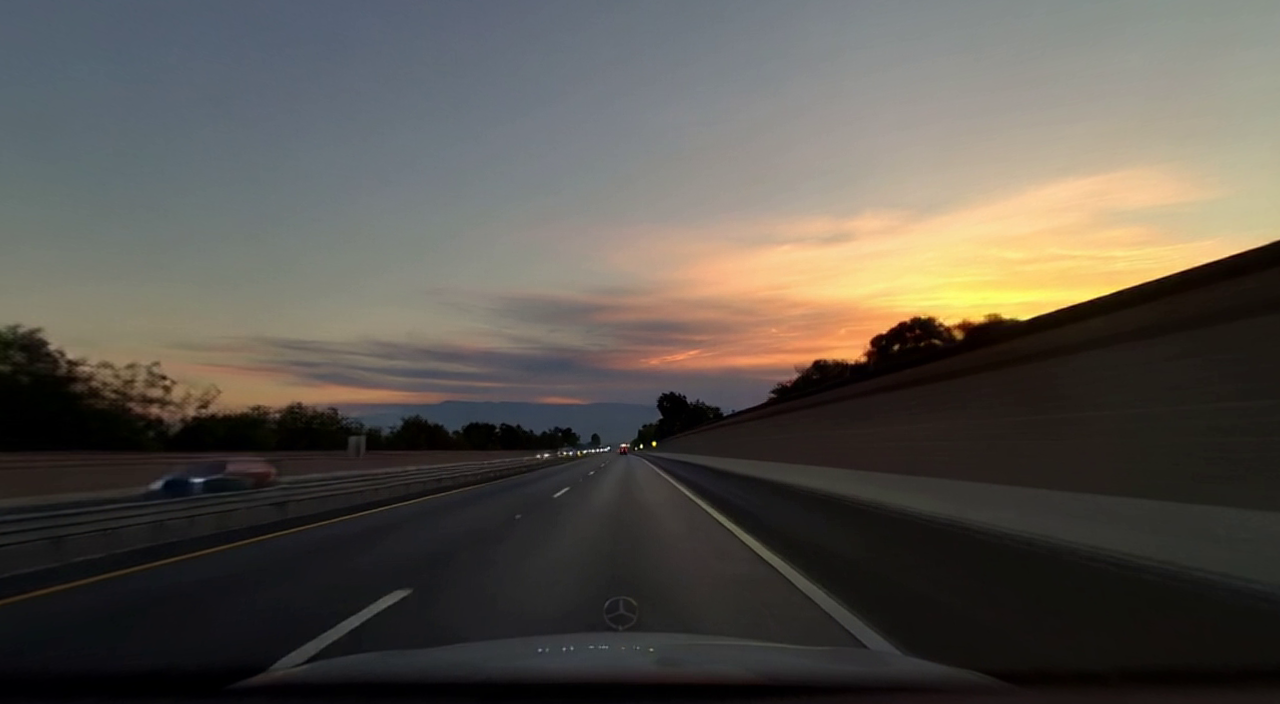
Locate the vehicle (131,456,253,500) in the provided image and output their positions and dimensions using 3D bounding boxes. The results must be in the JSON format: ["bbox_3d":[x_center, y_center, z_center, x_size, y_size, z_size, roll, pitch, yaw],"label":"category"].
[{"bbox_3d":[-16.984,4.774,24.113,1.845,1.505,3.833,0,-9,-1],"label":"vehicle"}]
